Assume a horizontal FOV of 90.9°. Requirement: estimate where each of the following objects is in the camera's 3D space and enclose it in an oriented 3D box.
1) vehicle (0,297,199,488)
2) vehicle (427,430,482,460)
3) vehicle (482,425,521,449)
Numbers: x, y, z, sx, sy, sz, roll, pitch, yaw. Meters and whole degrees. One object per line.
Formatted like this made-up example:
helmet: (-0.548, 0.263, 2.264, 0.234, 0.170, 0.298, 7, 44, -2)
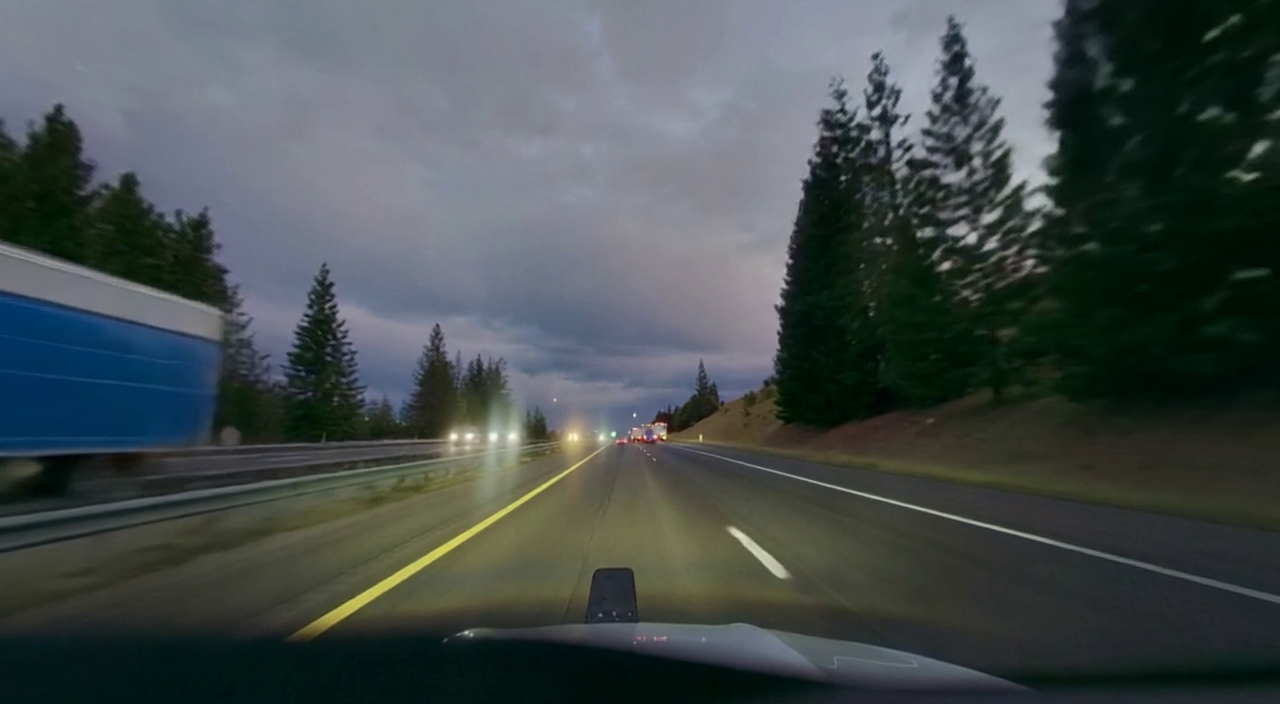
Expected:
vehicle: (-13.348, 0.759, 11.799, 2.738, 3.535, 10.525, 0, -8, -1)
vehicle: (-10.436, 5.255, 35.813, 1.933, 1.555, 4.470, 1, -7, -2)
vehicle: (-9.822, 6.086, 45.031, 1.925, 1.581, 4.138, 0, -8, -1)
